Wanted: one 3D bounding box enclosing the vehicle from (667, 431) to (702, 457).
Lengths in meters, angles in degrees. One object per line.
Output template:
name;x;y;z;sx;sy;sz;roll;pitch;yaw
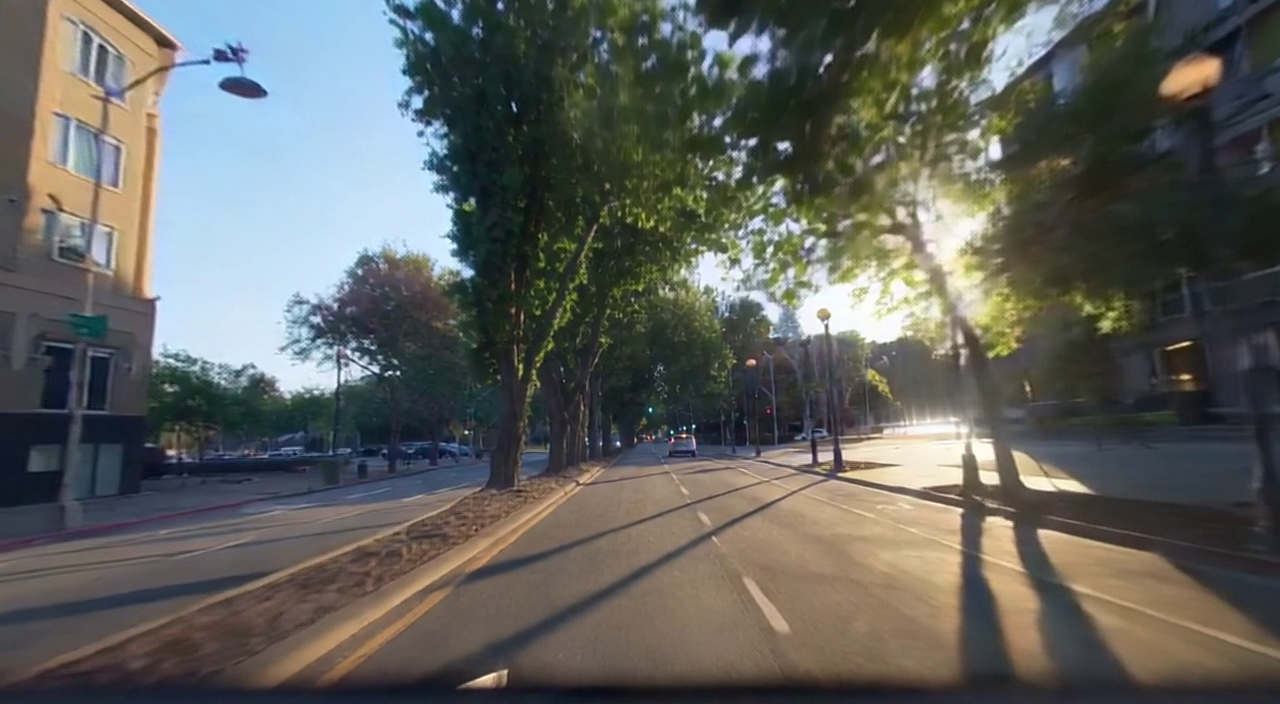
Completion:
vehicle;3.041;6.395;43.884;2.129;1.719;4.205;0;-8;0
